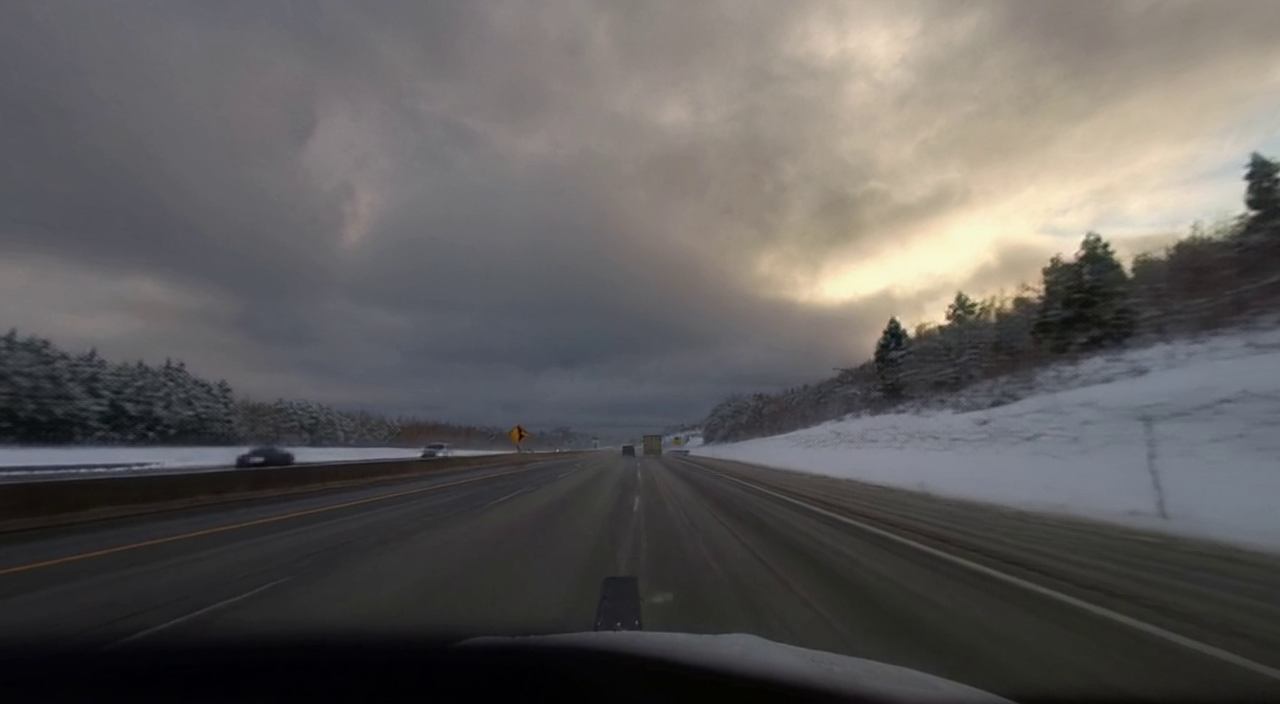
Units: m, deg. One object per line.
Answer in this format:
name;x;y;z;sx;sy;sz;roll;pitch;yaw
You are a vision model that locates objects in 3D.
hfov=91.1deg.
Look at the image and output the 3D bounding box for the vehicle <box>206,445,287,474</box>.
vehicle;-21.275;5.820;34.192;1.886;1.458;3.828;0;-9;0
